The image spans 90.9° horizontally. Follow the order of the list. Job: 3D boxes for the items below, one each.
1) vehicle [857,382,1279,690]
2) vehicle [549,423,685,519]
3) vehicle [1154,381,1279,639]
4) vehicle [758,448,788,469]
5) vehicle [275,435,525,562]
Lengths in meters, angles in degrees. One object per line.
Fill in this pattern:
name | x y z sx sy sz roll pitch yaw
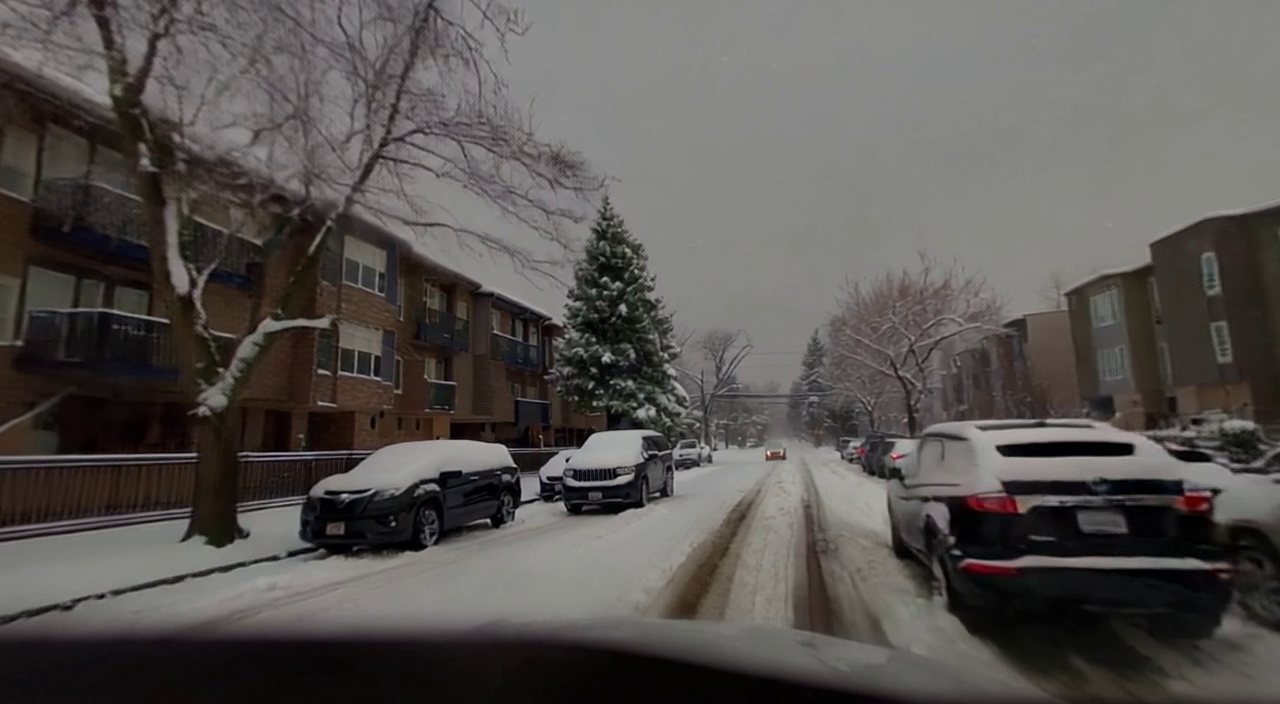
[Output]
vehicle | 3.541 1.429 6.273 2.055 1.717 5.172 -2 -9 13
vehicle | -0.371 2.979 16.350 2.197 2.047 4.985 -3 -9 14
vehicle | 5.255 0.896 2.966 2.082 1.799 5.207 -2 -9 11
vehicle | 10.068 8.018 47.568 1.971 1.476 4.593 -3 -9 14
vehicle | -3.933 2.456 11.428 2.002 1.774 4.568 -2 -9 12
